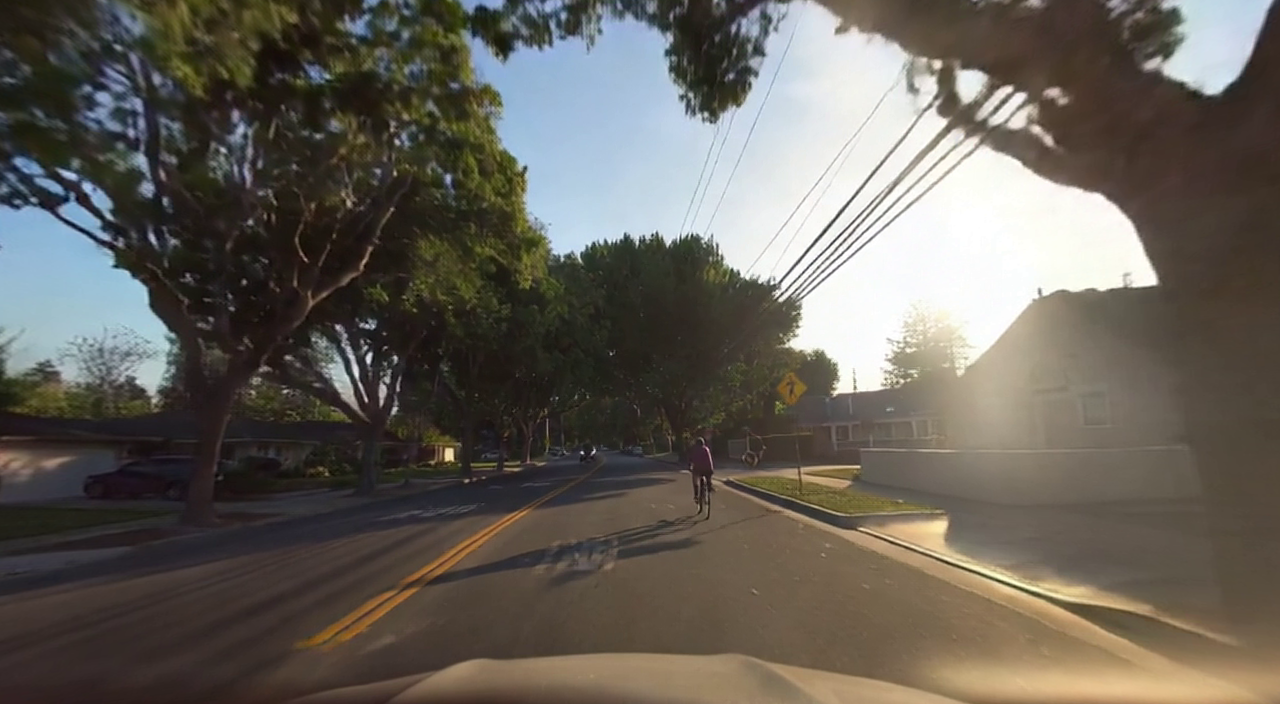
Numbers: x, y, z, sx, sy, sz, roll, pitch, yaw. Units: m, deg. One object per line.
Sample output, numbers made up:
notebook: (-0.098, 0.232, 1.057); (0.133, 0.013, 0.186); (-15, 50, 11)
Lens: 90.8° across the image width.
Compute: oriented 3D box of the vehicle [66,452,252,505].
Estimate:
vehicle: (-14.573, 3.829, 19.332); (4.143, 1.480, 1.755); (0, -8, -2)
